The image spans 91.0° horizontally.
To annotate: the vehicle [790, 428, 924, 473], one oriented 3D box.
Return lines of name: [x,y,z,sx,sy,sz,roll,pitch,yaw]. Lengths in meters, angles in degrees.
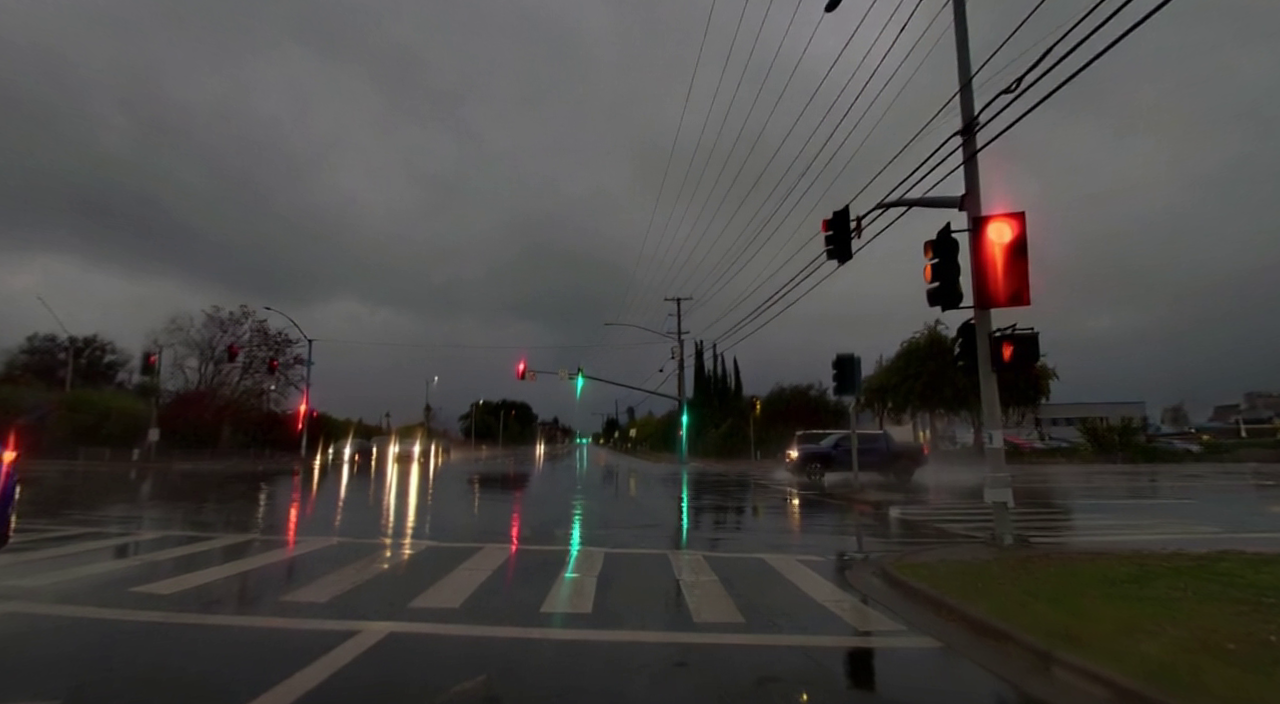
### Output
vehicle: [8.690,4.024,25.725,4.884,1.714,2.021,-2,-9,12]
